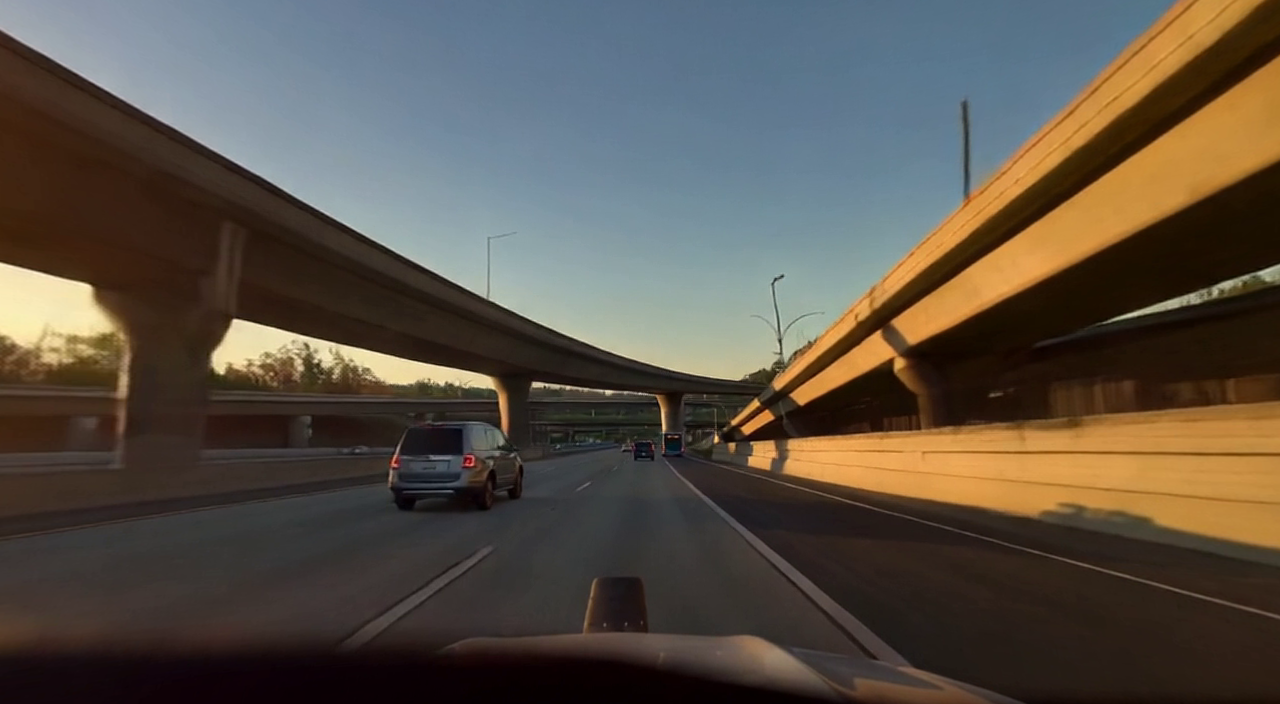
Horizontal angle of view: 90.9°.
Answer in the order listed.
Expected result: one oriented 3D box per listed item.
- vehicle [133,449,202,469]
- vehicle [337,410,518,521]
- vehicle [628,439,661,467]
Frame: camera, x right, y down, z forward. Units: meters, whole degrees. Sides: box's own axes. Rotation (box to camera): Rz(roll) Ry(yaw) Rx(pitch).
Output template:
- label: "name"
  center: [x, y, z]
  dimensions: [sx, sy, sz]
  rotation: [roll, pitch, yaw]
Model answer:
- label: "vehicle"
  center: [-36.360, 8.236, 48.662]
  dimensions: [1.877, 1.461, 4.378]
  rotation: [0, -9, 0]
- label: "vehicle"
  center: [-4.188, 2.344, 13.501]
  dimensions: [2.147, 1.918, 4.834]
  rotation: [0, -9, 1]
- label: "vehicle"
  center: [0.280, 6.558, 40.913]
  dimensions: [2.052, 1.711, 4.223]
  rotation: [0, -9, 0]
